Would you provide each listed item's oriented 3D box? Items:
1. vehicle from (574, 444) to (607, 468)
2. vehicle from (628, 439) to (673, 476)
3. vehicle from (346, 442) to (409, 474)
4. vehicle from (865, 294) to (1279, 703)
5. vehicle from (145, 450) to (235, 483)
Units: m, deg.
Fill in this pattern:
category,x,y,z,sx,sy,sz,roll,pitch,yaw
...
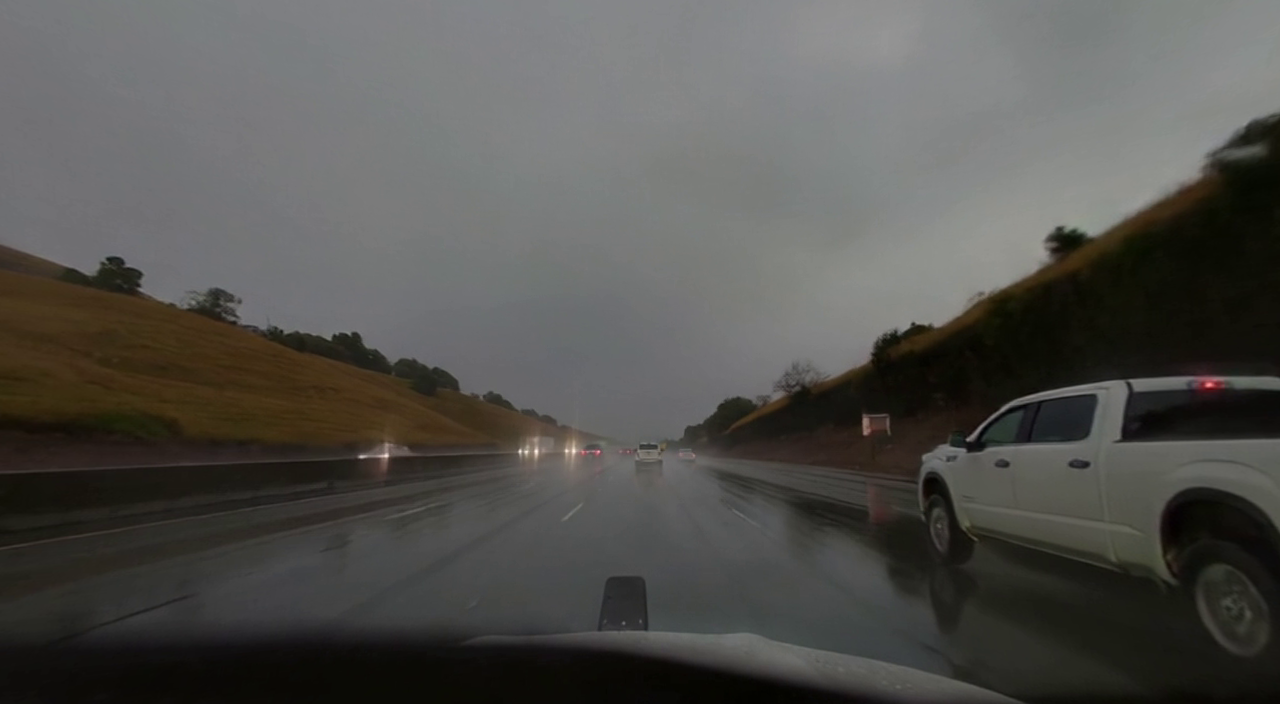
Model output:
category,x,y,z,sx,sy,sz,roll,pitch,yaw
vehicle,-3.573,7.565,46.154,2.076,1.690,4.113,0,-8,1
vehicle,0.478,5.199,31.327,2.086,1.685,4.206,0,-8,0
vehicle,-12.407,5.001,29.959,1.471,1.394,3.294,0,-8,2
vehicle,4.202,1.047,4.901,2.700,1.980,5.866,0,-8,0
vehicle,-19.225,4.885,27.098,1.455,1.316,3.206,0,-8,1
